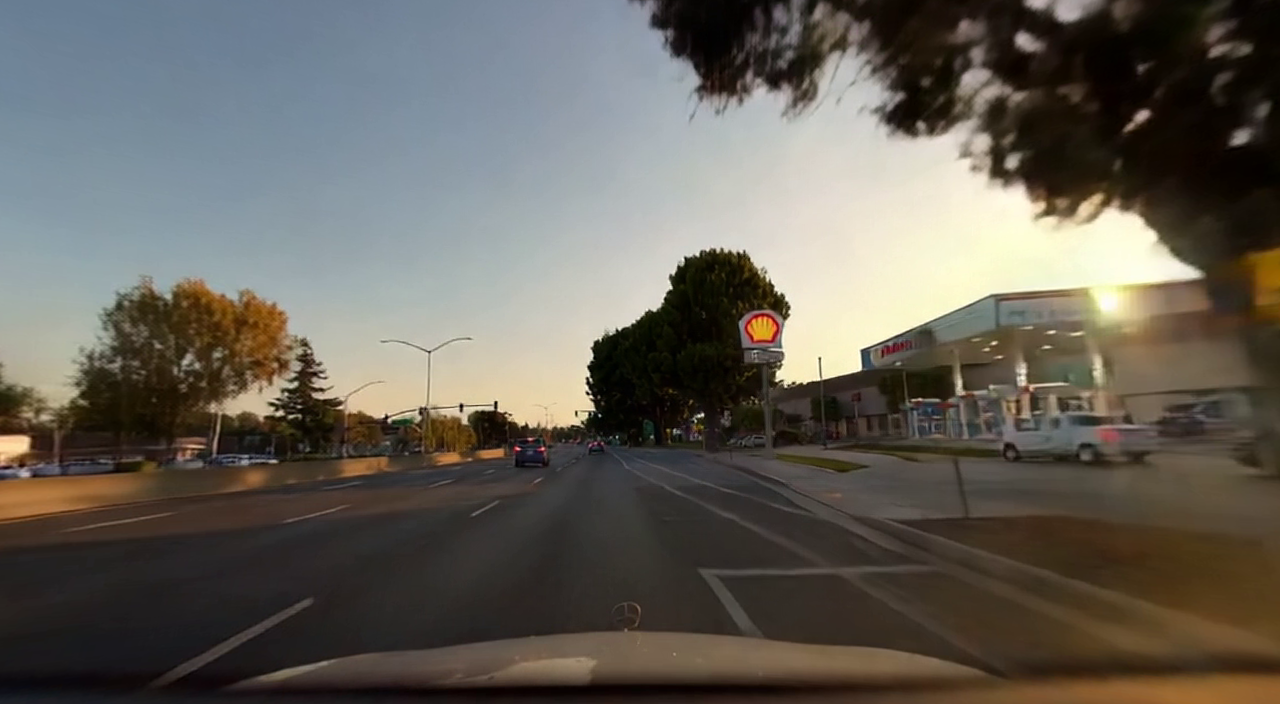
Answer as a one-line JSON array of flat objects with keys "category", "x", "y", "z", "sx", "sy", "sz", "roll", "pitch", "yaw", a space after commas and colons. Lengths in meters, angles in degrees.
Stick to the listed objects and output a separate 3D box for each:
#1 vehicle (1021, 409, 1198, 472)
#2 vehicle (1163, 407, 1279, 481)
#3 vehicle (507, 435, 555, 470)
[{"category": "vehicle", "x": 13.496, "y": 2.575, "z": 18.364, "sx": 3.562, "sy": 1.693, "sz": 1.876, "roll": 0, "pitch": -8, "yaw": 1}, {"category": "vehicle", "x": 13.228, "y": 1.882, "z": 13.002, "sx": 3.453, "sy": 1.409, "sz": 1.608, "roll": 0, "pitch": -8, "yaw": 0}, {"category": "vehicle", "x": -5.828, "y": 5.401, "z": 34.219, "sx": 1.985, "sy": 1.772, "sz": 4.479, "roll": 0, "pitch": -8, "yaw": -2}]
